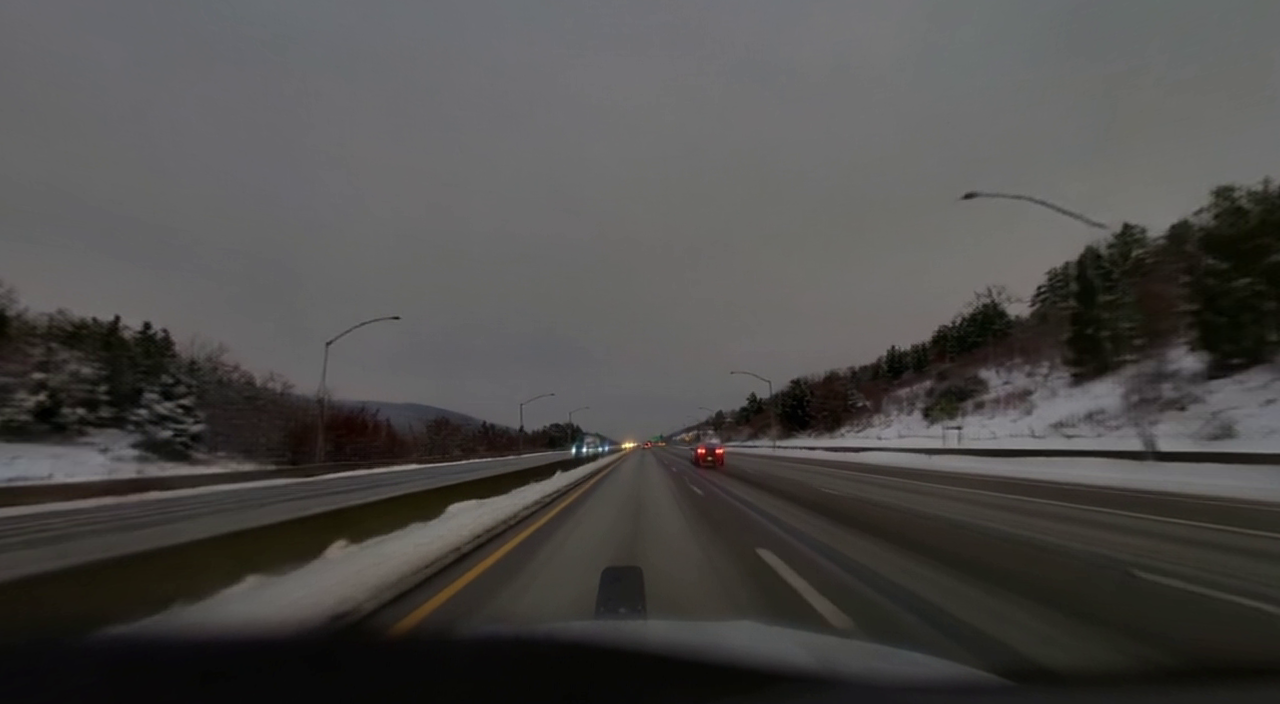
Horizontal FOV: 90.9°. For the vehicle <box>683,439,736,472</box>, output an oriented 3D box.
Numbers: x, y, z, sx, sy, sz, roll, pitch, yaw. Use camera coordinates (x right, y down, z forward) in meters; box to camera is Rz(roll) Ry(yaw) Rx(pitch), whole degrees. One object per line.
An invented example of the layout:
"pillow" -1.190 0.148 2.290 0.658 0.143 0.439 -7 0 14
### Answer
"vehicle" 3.208 4.882 30.020 2.044 1.444 4.216 0 -8 0
